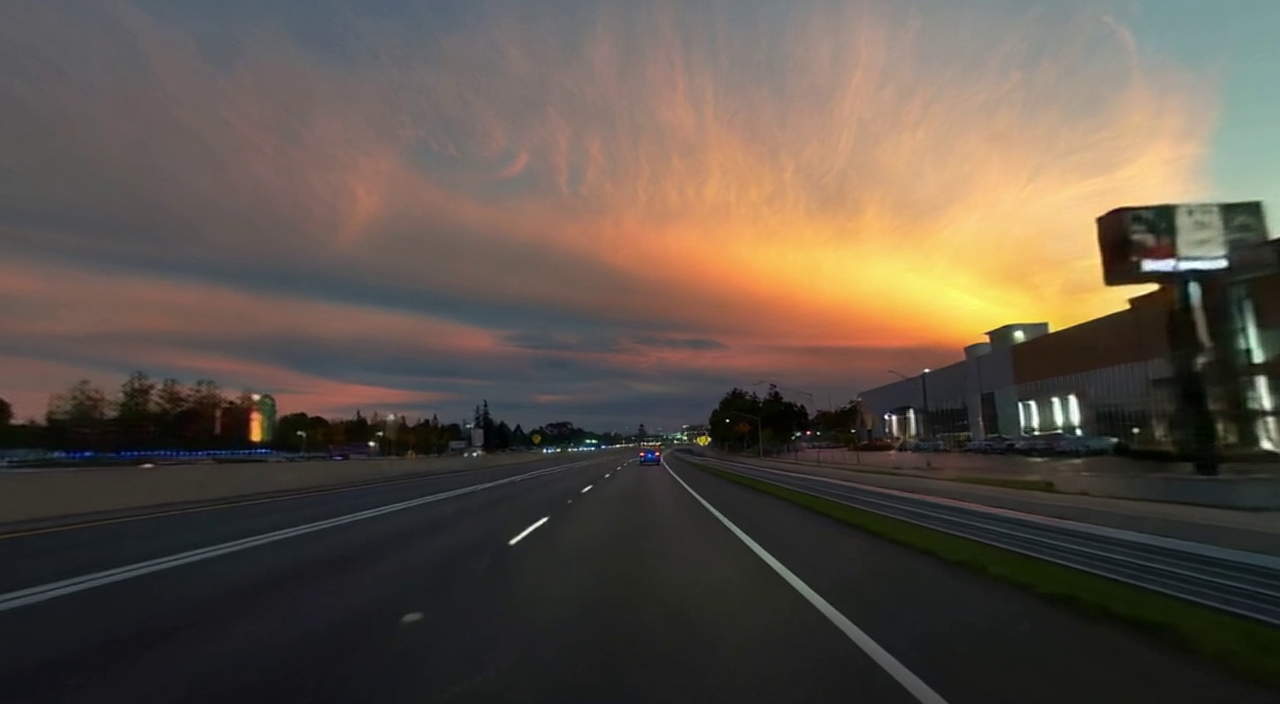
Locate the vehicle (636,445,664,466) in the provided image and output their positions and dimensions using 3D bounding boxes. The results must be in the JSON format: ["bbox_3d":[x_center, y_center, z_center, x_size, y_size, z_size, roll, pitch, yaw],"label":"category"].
[{"bbox_3d":[0.739,7.874,47.981,2.014,1.507,3.960,0,-9,1],"label":"vehicle"}]
